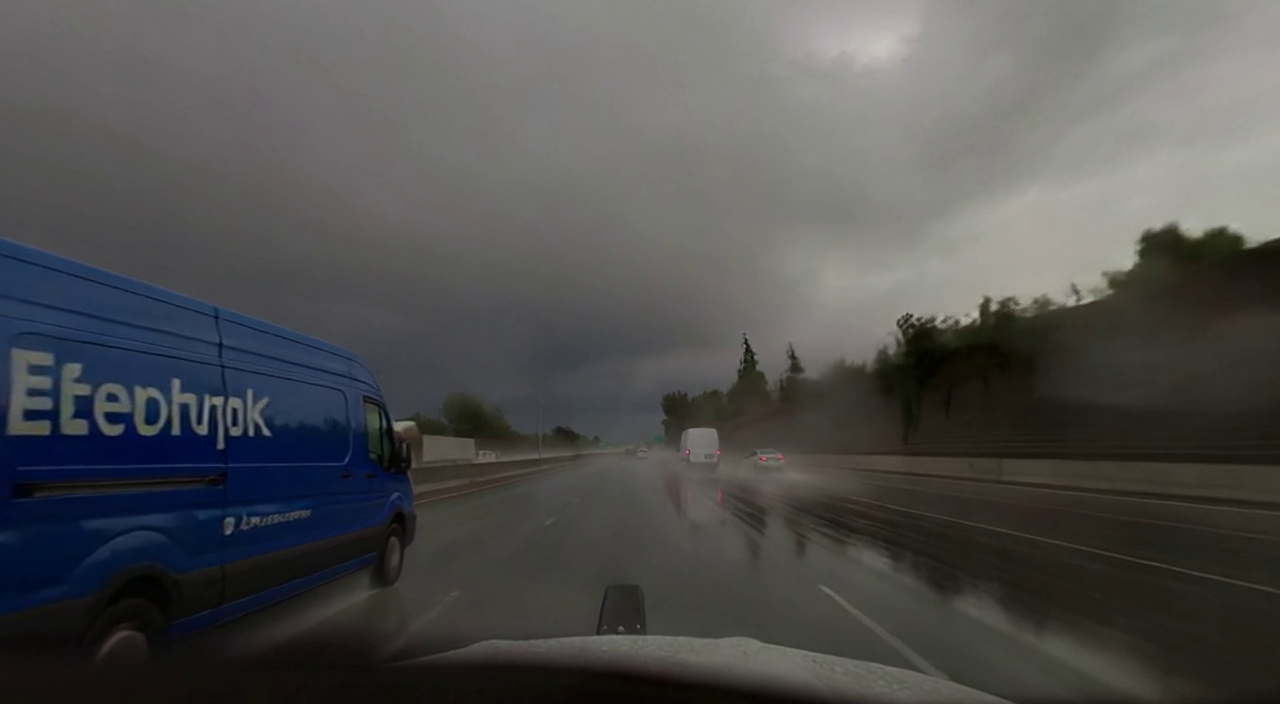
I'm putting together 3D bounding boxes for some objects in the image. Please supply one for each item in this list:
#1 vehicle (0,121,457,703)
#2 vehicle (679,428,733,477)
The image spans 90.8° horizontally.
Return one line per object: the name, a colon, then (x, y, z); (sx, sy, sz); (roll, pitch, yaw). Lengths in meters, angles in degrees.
vehicle: (-3.505, 0.801, 4.550); (2.409, 2.523, 6.275); (0, -9, 0)
vehicle: (3.674, 5.786, 36.364); (2.373, 2.561, 5.922); (0, -9, -1)
